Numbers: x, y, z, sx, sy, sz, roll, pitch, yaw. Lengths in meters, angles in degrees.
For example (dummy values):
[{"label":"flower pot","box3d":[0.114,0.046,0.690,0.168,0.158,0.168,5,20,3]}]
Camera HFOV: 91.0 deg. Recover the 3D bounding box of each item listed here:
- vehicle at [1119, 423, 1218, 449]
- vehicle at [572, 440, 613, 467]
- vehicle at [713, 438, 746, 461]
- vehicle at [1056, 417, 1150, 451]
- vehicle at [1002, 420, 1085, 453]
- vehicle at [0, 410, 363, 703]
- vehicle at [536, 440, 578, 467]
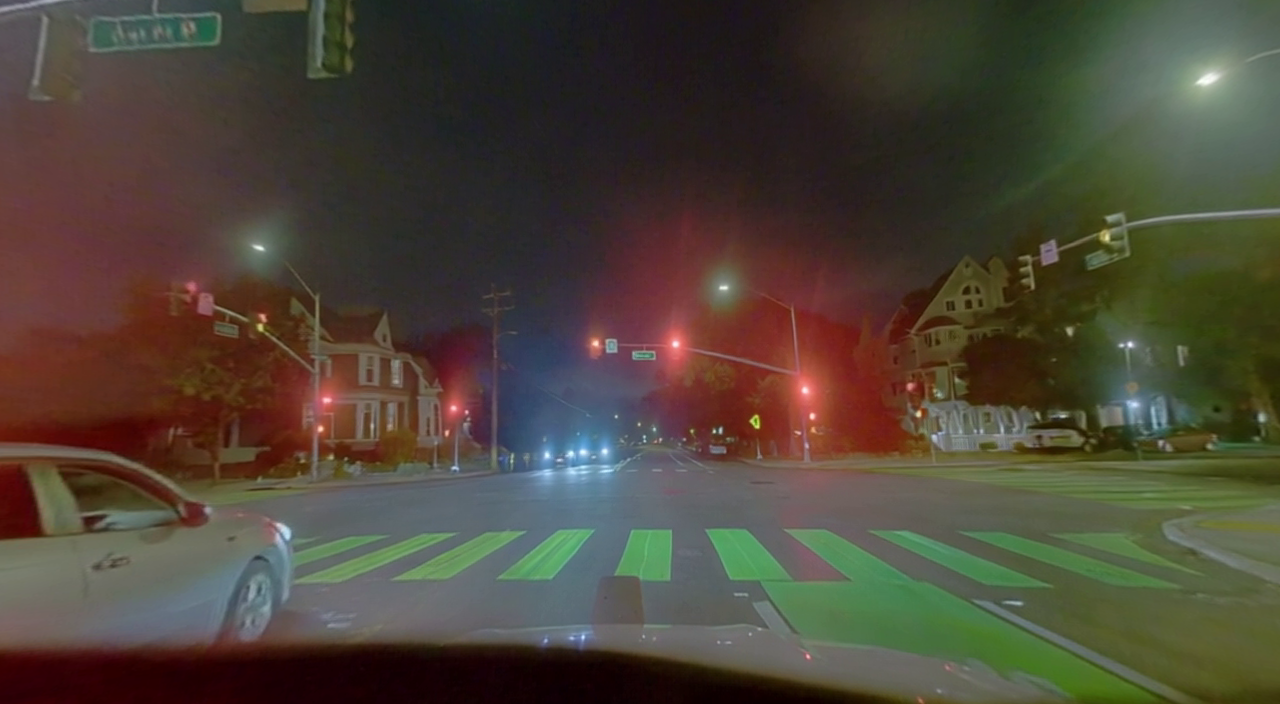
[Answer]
[{"label":"vehicle","box3d":[30.317,4.886,36.341,1.837,1.396,4.695,-1,-8,3]},{"label":"vehicle","box3d":[-2.787,6.046,37.552,1.982,1.472,4.103,-1,-8,2]},{"label":"vehicle","box3d":[6.382,7.036,45.354,1.891,1.584,3.802,0,-8,1]},{"label":"vehicle","box3d":[26.518,4.776,36.277,2.033,1.821,4.542,0,-8,2]},{"label":"vehicle","box3d":[23.341,4.946,36.636,1.964,1.759,4.583,-1,-8,3]},{"label":"vehicle","box3d":[-3.392,1.066,2.997,1.904,1.489,4.746,0,-8,1]},{"label":"vehicle","box3d":[-5.461,6.787,42.110,1.982,1.686,4.195,-1,-8,4]}]
